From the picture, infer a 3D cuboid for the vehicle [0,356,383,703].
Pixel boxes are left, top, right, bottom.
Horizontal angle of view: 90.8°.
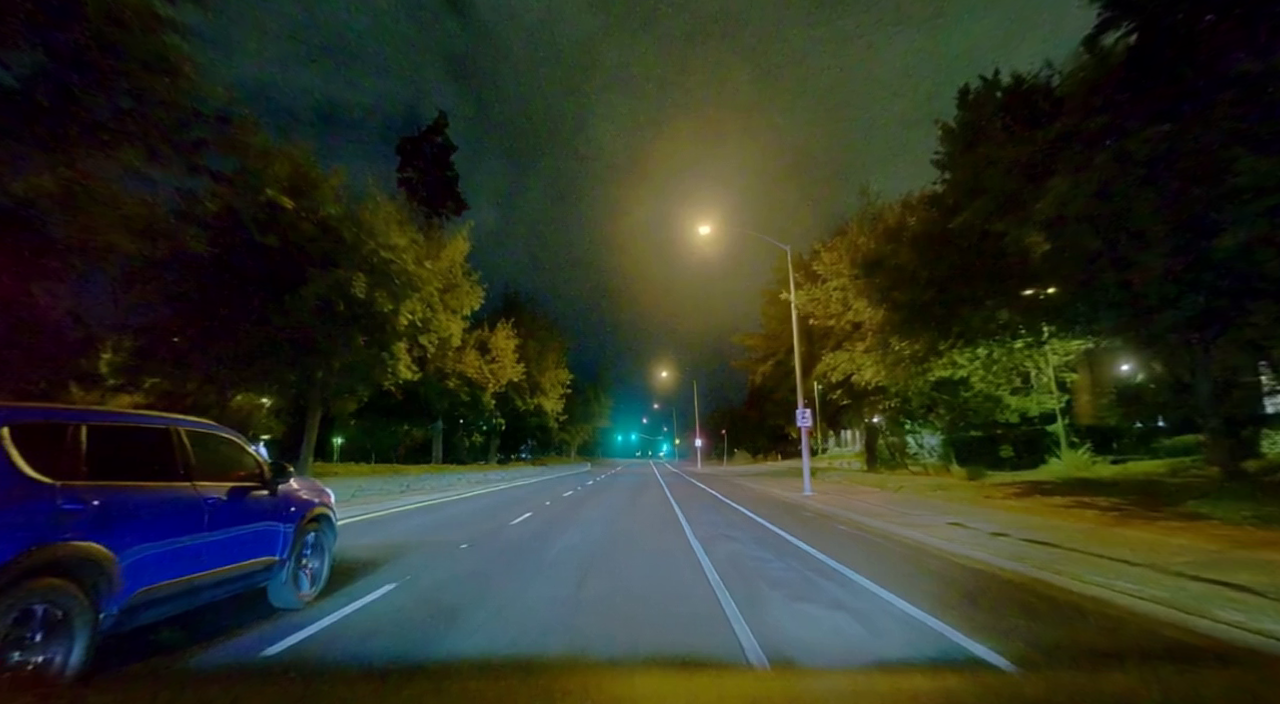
[{"bbox_3d":[-3.661,1.116,4.061,2.121,1.724,4.392,0,-9,0],"label":"vehicle"}]
